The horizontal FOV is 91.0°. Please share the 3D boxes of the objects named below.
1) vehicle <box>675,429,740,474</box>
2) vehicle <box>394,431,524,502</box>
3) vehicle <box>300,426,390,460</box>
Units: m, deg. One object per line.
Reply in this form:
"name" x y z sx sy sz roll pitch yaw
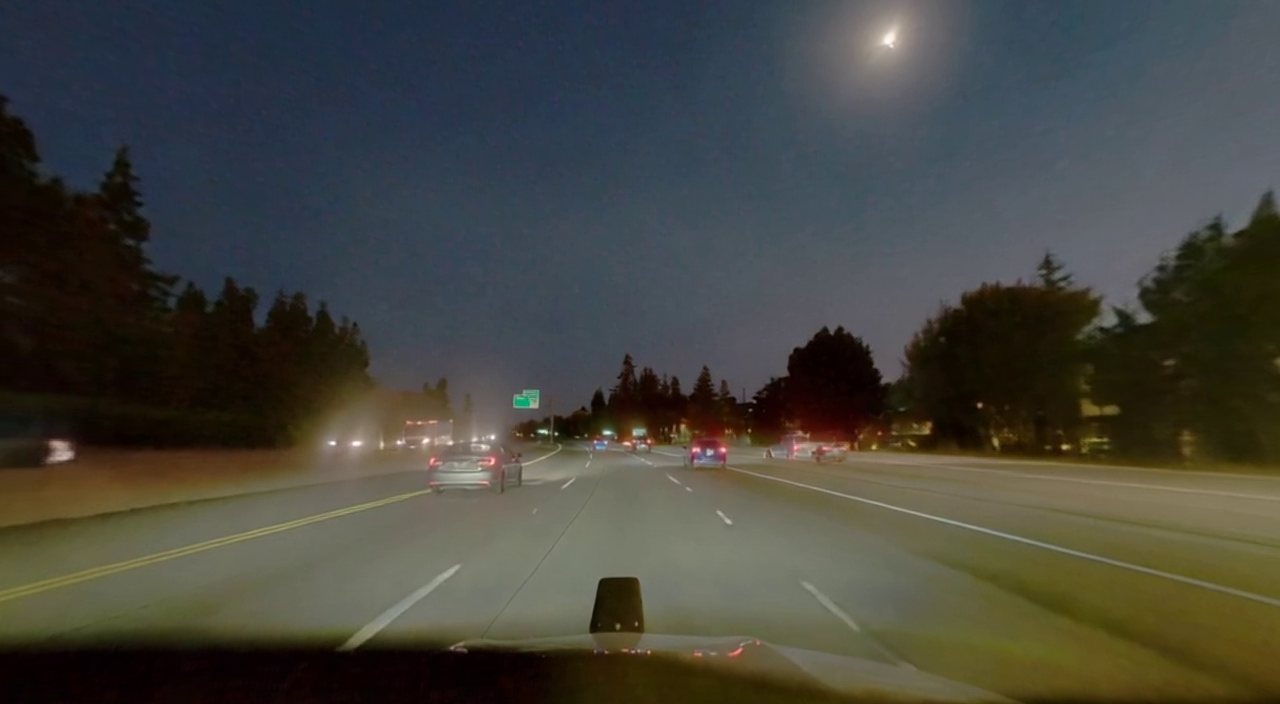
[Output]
"vehicle" 2.712 4.141 26.341 2.092 1.686 4.188 1 -9 -3
"vehicle" -4.363 2.824 15.990 2.036 1.528 4.400 0 -8 -1
"vehicle" -17.449 5.432 37.673 2.878 1.844 5.557 1 -9 -3
